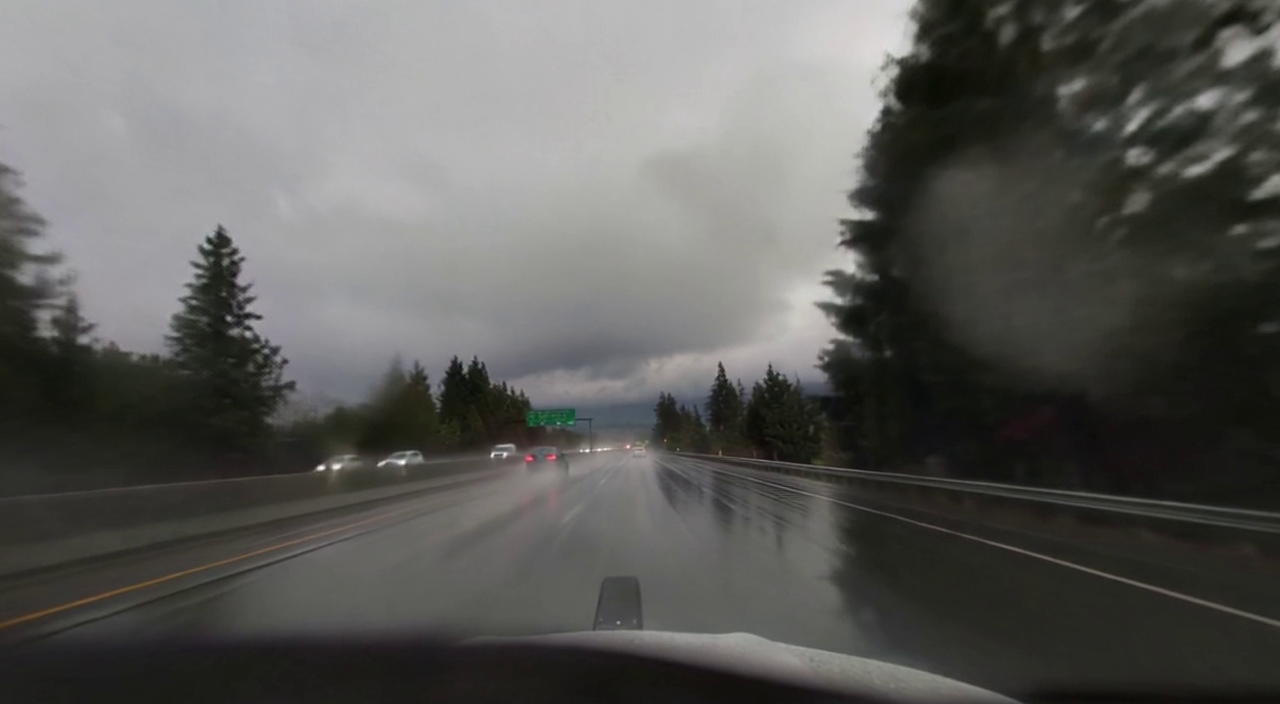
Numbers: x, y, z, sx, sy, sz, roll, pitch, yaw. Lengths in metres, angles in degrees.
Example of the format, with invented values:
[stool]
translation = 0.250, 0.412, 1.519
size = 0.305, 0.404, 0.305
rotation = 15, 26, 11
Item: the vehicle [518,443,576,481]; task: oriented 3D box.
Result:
[vehicle]
translation = -4.174, 5.015, 28.825
size = 1.958, 1.587, 4.801
rotation = 0, -9, 0
